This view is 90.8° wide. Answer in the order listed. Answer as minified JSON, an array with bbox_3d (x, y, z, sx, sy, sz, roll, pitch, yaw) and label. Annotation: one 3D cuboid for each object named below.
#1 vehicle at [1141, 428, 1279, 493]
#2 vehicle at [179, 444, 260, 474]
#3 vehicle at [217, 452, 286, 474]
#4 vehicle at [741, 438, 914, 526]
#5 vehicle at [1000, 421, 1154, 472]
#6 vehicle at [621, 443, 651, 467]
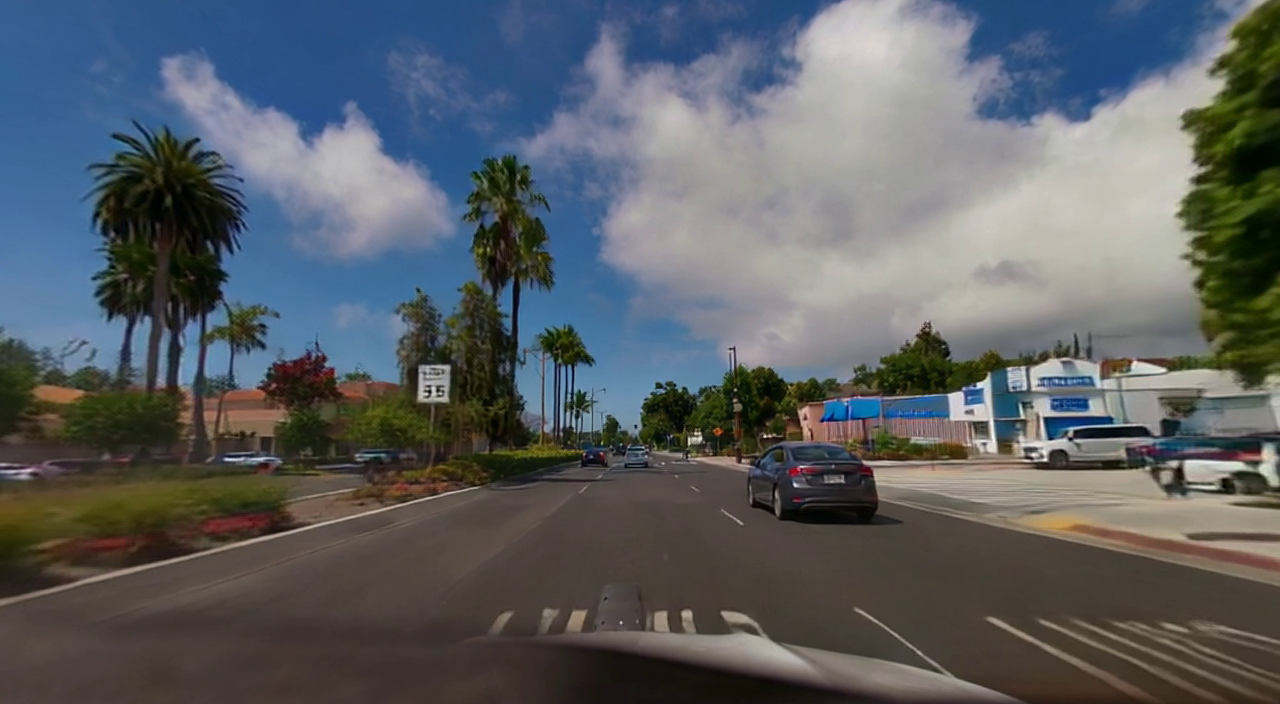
[{"bbox_3d":[15.423,2.702,16.186,1.975,1.464,3.651,-1,-8,-4],"label":"vehicle"},{"bbox_3d":[-31.963,8.122,48.276,2.210,2.068,5.774,0,-9,0],"label":"vehicle"},{"bbox_3d":[-29.130,8.352,47.556,1.958,1.476,4.576,-2,-10,5],"label":"vehicle"},{"bbox_3d":[3.607,2.590,13.224,2.090,1.503,4.566,0,-9,-2],"label":"vehicle"},{"bbox_3d":[18.418,4.049,26.799,4.719,1.803,2.339,-2,-12,-4],"label":"vehicle"},{"bbox_3d":[-0.323,7.673,47.244,2.102,1.653,3.698,0,-9,-1],"label":"vehicle"}]
